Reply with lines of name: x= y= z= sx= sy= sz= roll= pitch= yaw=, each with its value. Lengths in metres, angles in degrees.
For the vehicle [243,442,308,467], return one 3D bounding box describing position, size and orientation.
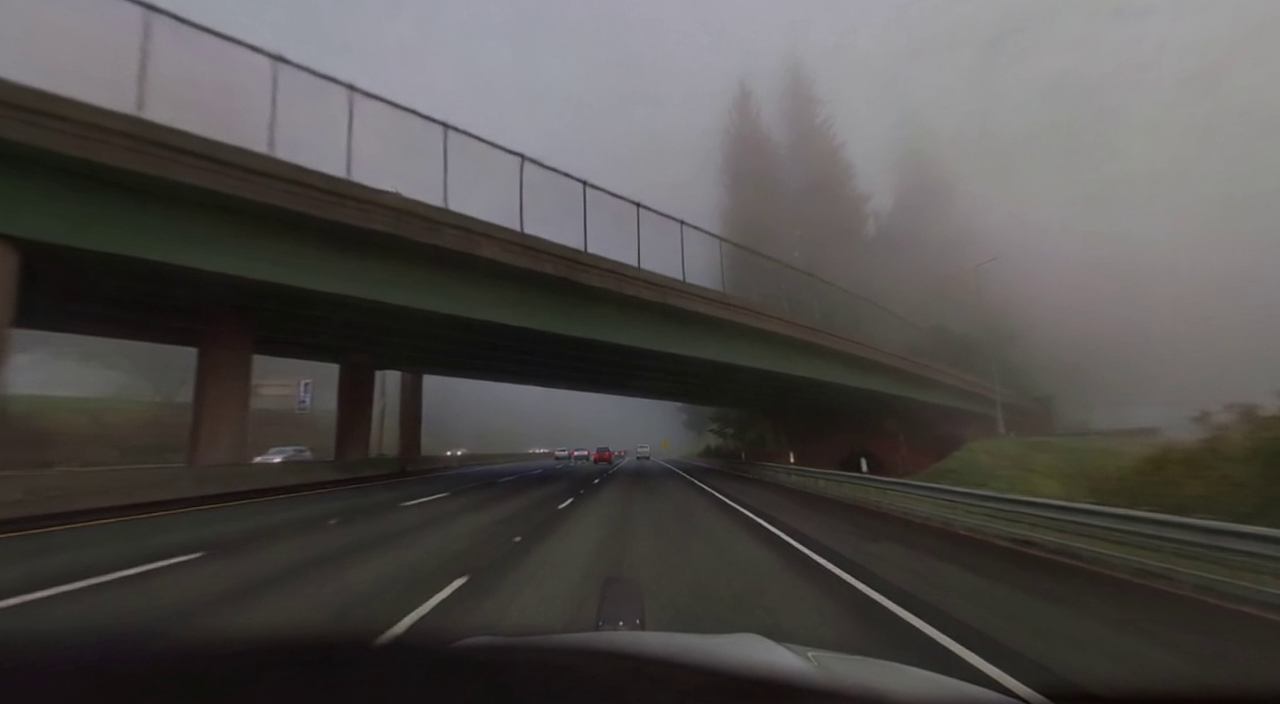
vehicle: x=-27.240 y=7.652 z=47.243 sx=2.011 sy=1.754 sz=4.720 roll=0 pitch=-9 yaw=0
